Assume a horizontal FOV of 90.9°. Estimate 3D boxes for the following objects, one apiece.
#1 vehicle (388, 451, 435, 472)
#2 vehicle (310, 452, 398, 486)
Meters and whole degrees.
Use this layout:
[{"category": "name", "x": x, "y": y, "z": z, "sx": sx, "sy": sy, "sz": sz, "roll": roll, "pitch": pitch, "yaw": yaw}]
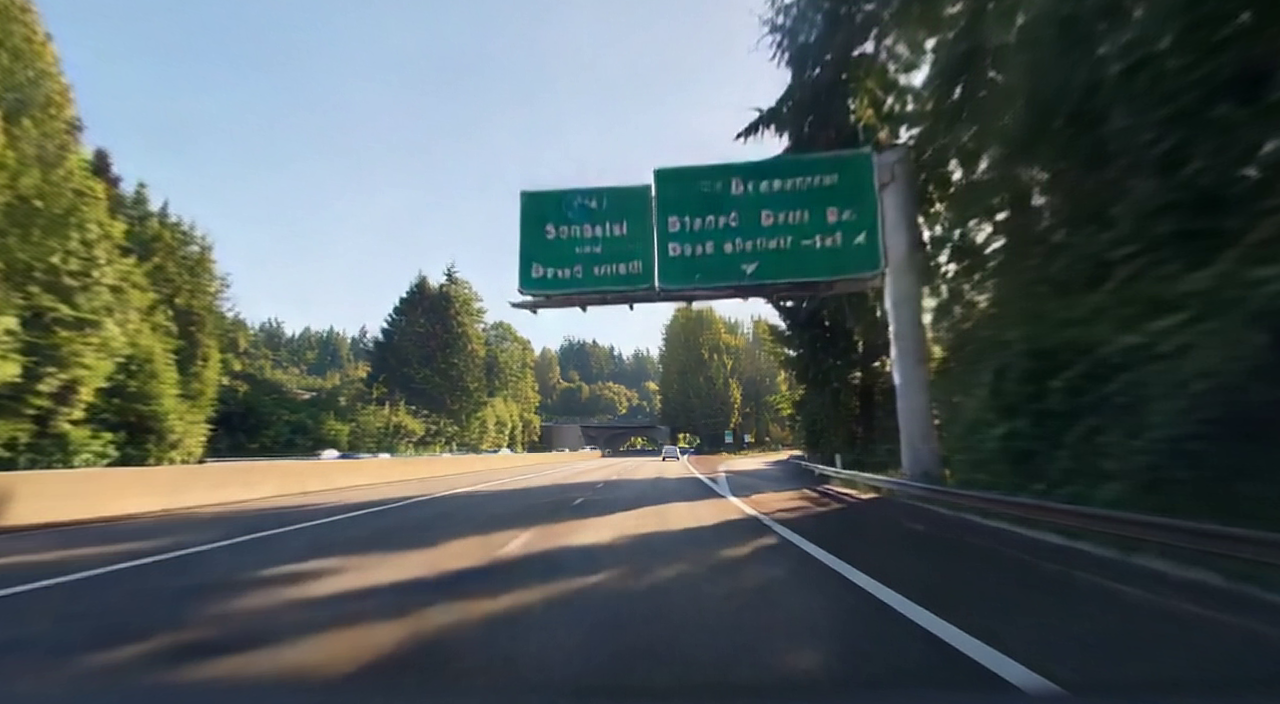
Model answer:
[{"category": "vehicle", "x": -17.230, "y": 8.247, "z": 47.683, "sx": 1.993, "sy": 1.503, "sz": 3.964, "roll": 0, "pitch": -9, "yaw": 2}, {"category": "vehicle", "x": -13.687, "y": 5.579, "z": 30.476, "sx": 1.875, "sy": 1.487, "sz": 4.806, "roll": 0, "pitch": -9, "yaw": 2}]
